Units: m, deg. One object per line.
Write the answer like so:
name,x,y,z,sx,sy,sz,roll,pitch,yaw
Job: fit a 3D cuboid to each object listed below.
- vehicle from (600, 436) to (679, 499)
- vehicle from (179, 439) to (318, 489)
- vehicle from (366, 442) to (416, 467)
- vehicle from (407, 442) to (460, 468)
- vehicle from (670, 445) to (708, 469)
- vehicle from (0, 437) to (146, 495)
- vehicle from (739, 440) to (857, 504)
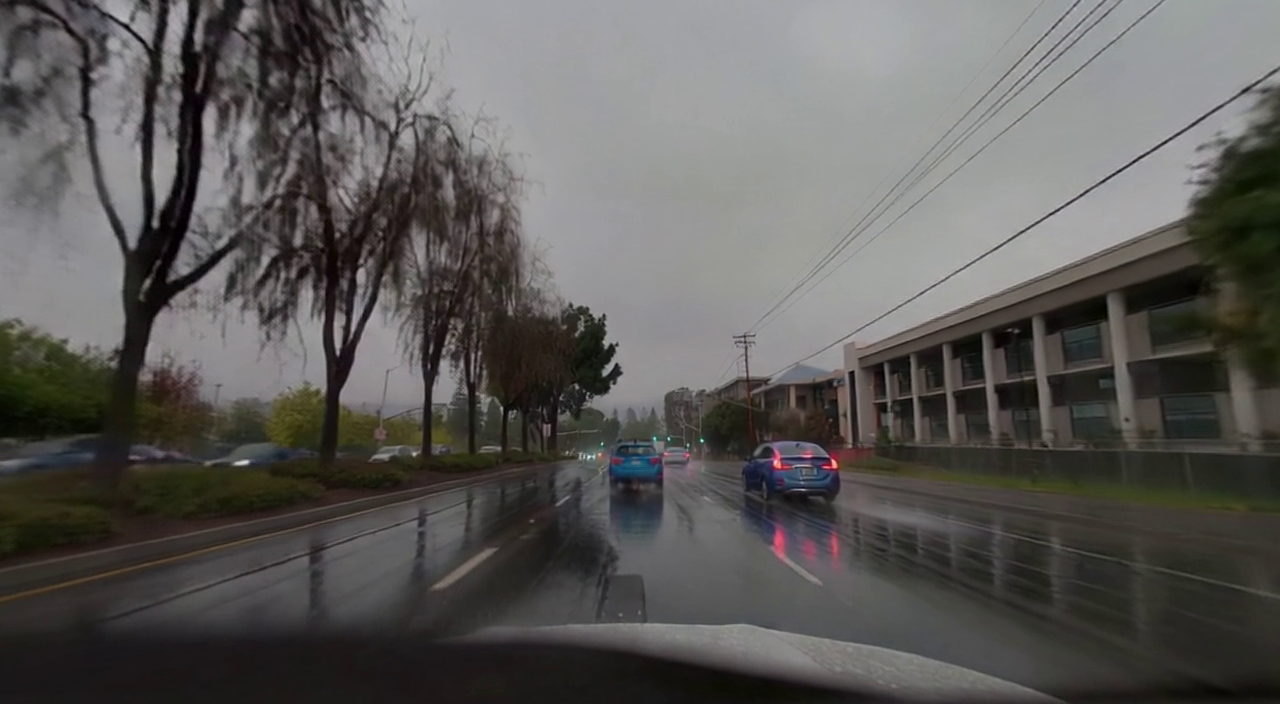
vehicle,-0.056,3.302,18.477,2.073,1.606,3.933,0,-8,-1
vehicle,-13.479,3.863,22.177,1.981,1.572,4.575,0,-8,-1
vehicle,-17.869,7.329,45.512,1.822,1.695,4.329,0,-8,-1
vehicle,-13.674,6.864,42.207,1.982,1.639,4.553,0,-8,0
vehicle,3.193,6.900,41.610,2.054,1.461,4.321,0,-8,-1
vehicle,-17.153,3.255,18.437,1.873,1.459,4.447,0,-8,0
vehicle,4.194,3.249,17.610,2.086,1.534,4.351,0,-8,-1
